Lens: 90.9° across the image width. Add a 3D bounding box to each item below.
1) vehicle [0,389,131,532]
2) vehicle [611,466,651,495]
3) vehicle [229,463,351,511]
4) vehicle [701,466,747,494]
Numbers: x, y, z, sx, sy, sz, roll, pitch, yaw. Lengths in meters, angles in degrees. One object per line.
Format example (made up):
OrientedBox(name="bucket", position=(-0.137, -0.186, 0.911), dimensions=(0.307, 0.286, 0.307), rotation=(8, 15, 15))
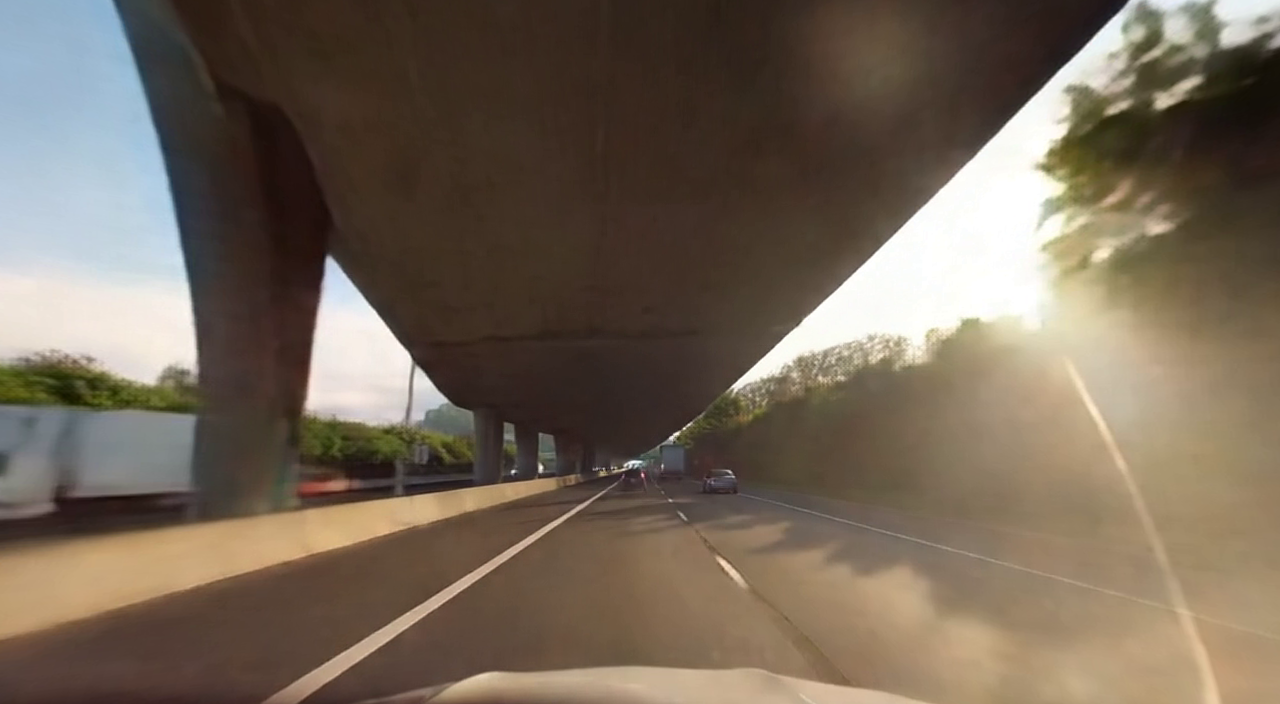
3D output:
OrientedBox(name="vehicle", position=(-19.763, 3.358, 19.416), dimensions=(2.911, 4.025, 5.844), rotation=(0, -10, 0))
OrientedBox(name="vehicle", position=(-0.479, 6.870, 33.872), dimensions=(2.010, 1.436, 3.973), rotation=(0, -10, -1))
OrientedBox(name="vehicle", position=(-12.518, 4.832, 22.934), dimensions=(1.889, 1.535, 4.380), rotation=(0, -10, 0))
OrientedBox(name="vehicle", position=(4.739, 7.325, 36.157), dimensions=(1.897, 1.476, 4.334), rotation=(1, -10, -2))
